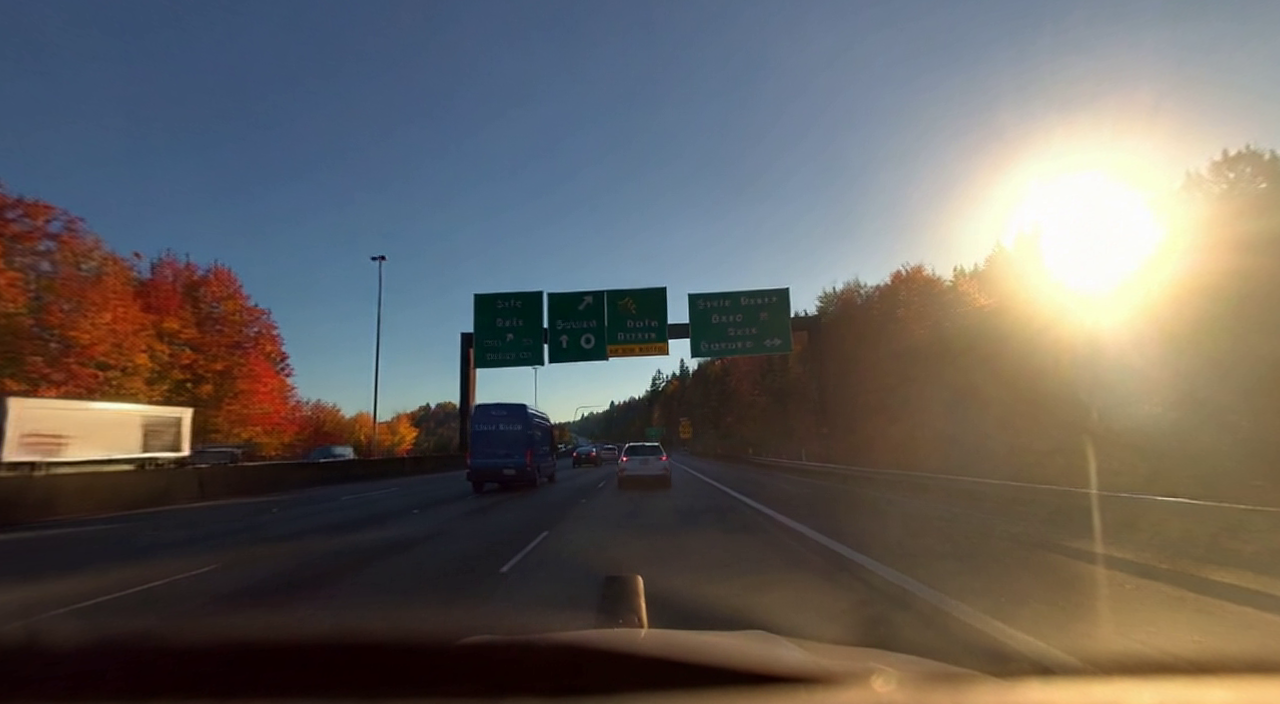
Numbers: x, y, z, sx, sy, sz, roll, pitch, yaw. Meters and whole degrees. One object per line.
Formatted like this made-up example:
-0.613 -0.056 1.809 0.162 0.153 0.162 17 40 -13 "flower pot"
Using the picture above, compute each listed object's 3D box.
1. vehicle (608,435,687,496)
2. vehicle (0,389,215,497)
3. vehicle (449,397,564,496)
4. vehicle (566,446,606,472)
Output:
0.265 3.484 19.559 2.195 1.679 4.070 -1 -9 1 "vehicle"
-25.614 4.092 28.134 2.906 4.059 14.158 0 -8 1 "vehicle"
-4.015 3.031 20.125 2.275 2.692 5.810 0 -9 1 "vehicle"
-3.319 6.682 39.230 2.015 1.496 4.312 0 -9 1 "vehicle"
